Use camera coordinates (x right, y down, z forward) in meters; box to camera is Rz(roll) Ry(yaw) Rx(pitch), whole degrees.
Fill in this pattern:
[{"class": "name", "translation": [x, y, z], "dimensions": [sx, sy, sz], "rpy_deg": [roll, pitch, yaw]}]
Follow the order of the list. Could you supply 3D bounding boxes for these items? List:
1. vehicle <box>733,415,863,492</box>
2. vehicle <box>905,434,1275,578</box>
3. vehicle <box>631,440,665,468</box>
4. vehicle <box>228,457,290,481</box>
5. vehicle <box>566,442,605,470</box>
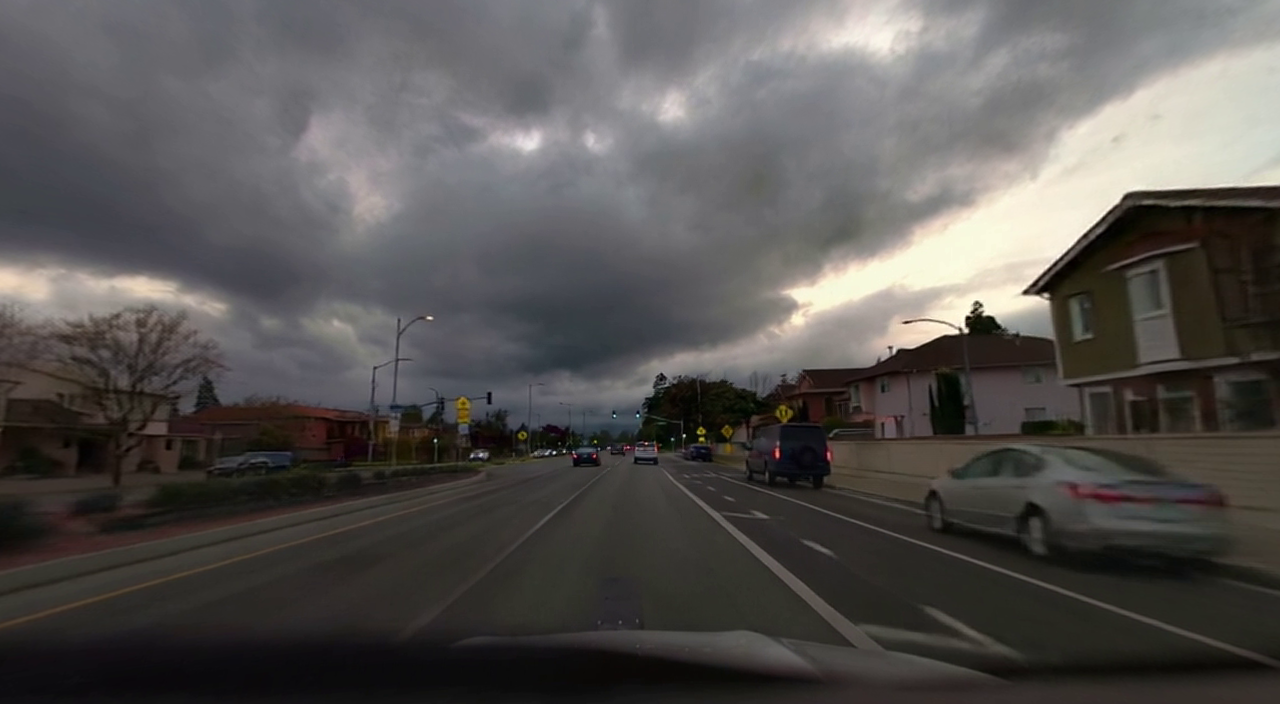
[{"class": "vehicle", "translation": [5.452, 3.728, 23.481], "dimensions": [2.763, 2.329, 7.864], "rpy_deg": [0, -9, 0]}, {"class": "vehicle", "translation": [5.784, 1.985, 9.033], "dimensions": [1.910, 1.520, 4.375], "rpy_deg": [0, -9, -3]}, {"class": "vehicle", "translation": [0.501, 7.240, 44.845], "dimensions": [2.273, 1.851, 5.075], "rpy_deg": [0, -9, -1]}, {"class": "vehicle", "translation": [-25.958, 7.983, 43.199], "dimensions": [1.796, 1.511, 3.879], "rpy_deg": [0, -9, -1]}, {"class": "vehicle", "translation": [-3.720, 7.165, 43.773], "dimensions": [2.233, 1.775, 4.491], "rpy_deg": [0, -9, 1]}]
